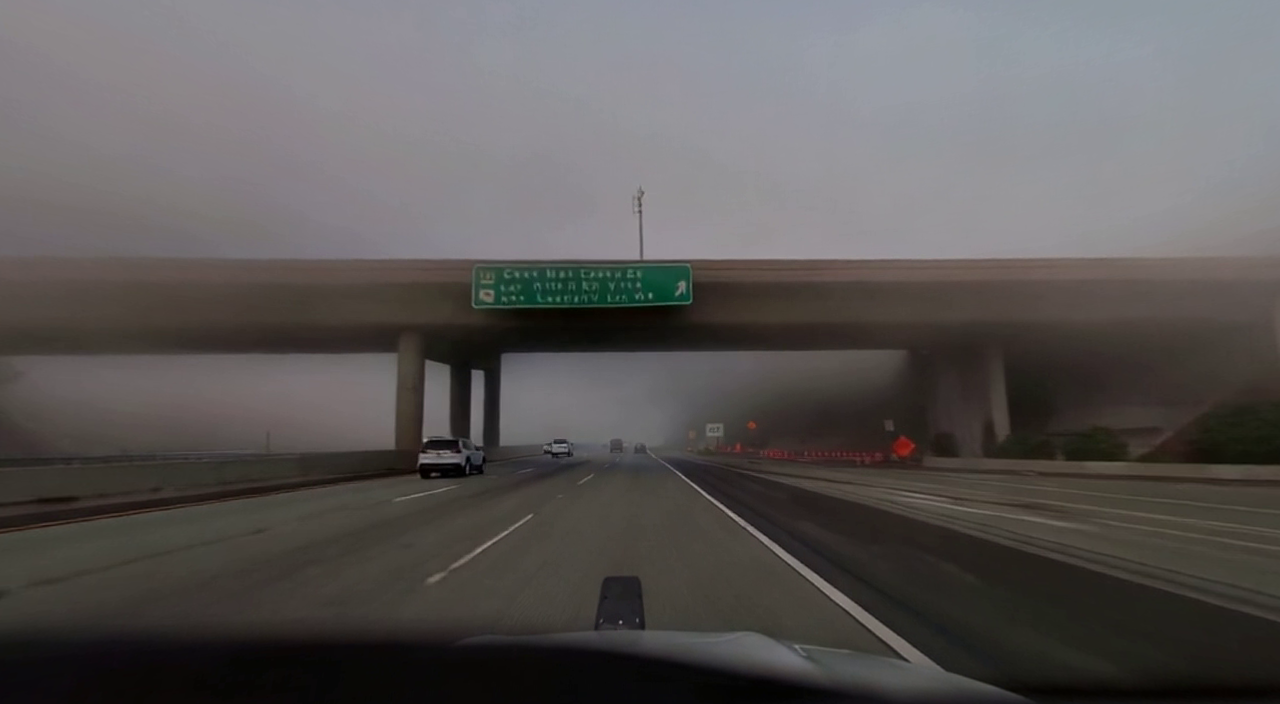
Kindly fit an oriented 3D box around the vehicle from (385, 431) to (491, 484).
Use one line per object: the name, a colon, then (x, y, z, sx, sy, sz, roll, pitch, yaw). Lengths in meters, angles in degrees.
vehicle: (-7.233, 3.831, 23.252, 2.169, 1.701, 5.113, 0, -8, 0)
